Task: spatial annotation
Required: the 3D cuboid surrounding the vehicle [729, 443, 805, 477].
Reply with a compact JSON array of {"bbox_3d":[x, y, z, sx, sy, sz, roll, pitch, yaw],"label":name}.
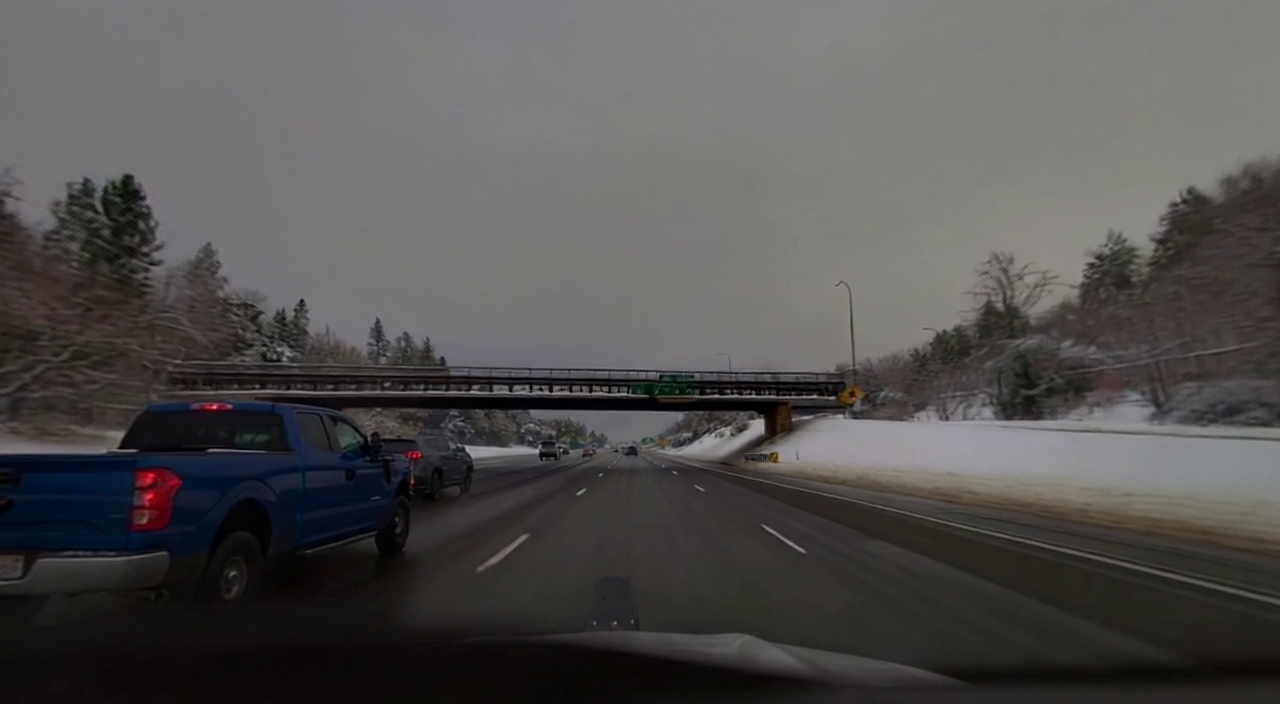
[{"bbox_3d":[6.828,5.914,34.963,2.406,1.702,6.765,1,-9,-4],"label":"vehicle"}]
